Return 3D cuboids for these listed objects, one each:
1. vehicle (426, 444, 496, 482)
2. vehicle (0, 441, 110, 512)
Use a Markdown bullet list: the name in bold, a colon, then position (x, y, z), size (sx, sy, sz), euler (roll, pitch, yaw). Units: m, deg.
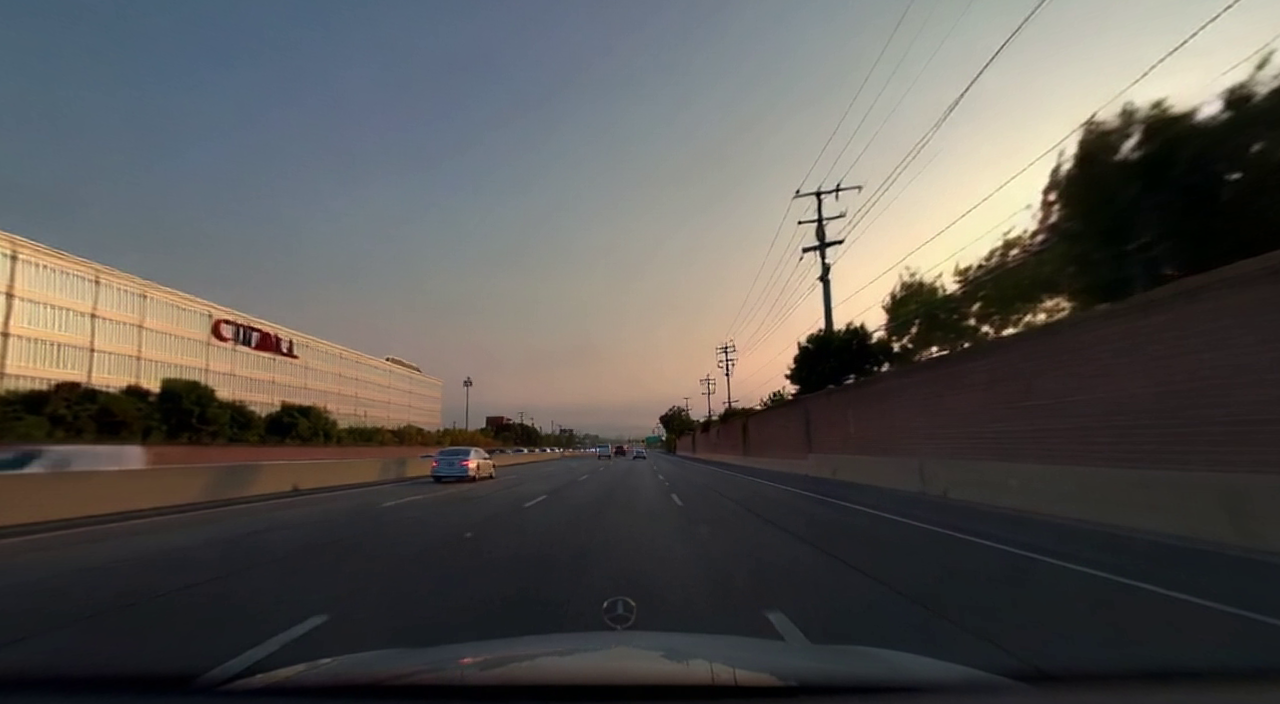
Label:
- **vehicle**: position (-8.026, 5.000, 28.703), size (2.013, 1.574, 3.923), euler (0, -9, 0)
- **vehicle**: position (-14.907, 2.801, 14.333), size (1.935, 1.535, 4.391), euler (0, -9, 0)
